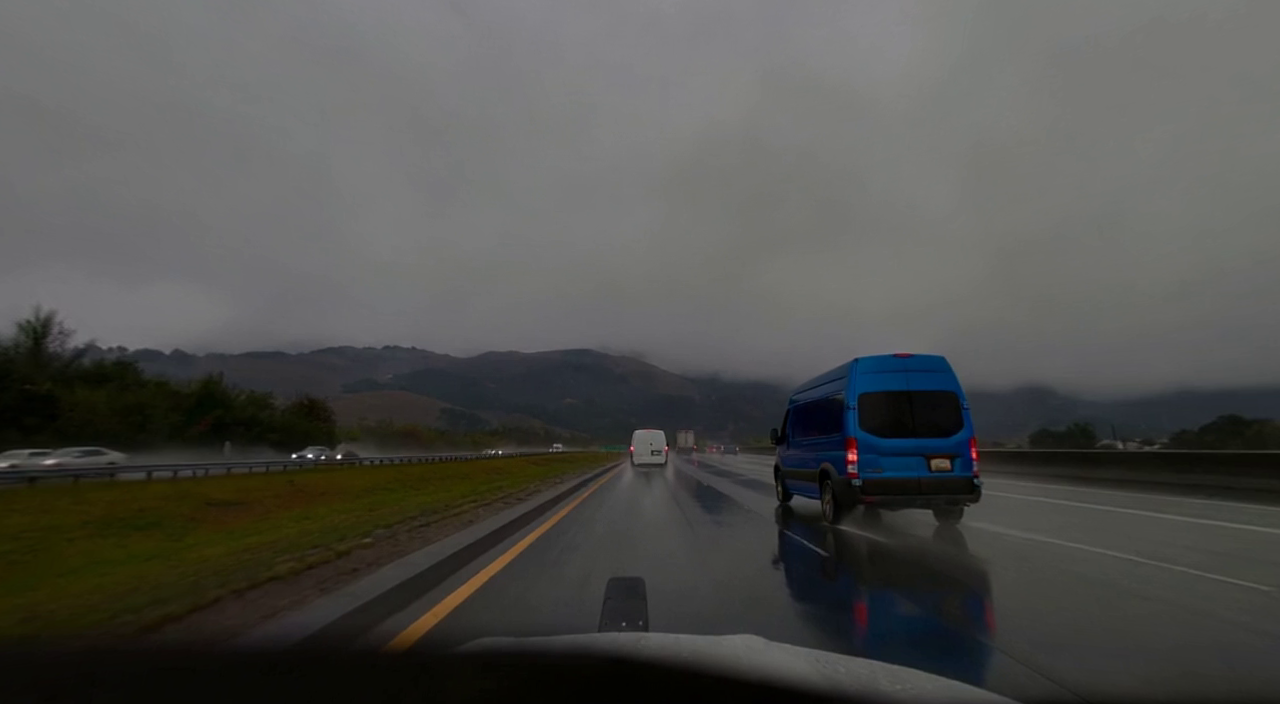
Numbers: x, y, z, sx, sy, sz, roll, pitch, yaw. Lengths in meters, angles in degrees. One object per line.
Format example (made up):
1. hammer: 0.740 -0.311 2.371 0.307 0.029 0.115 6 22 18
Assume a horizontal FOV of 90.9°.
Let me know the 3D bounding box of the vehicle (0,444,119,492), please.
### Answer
1. vehicle: -24.341 4.630 25.636 2.029 1.763 4.915 0 -8 2

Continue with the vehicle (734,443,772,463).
1. vehicle: 8.556 7.689 48.096 1.970 1.452 4.419 0 -8 -1

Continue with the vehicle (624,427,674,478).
1. vehicle: 0.382 4.586 28.883 2.131 2.122 4.473 0 -8 0

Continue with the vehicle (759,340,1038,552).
1. vehicle: 3.833 1.625 11.124 2.302 2.670 6.176 0 -8 0

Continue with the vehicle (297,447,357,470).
1. vehicle: -24.365 8.281 49.313 2.041 1.704 4.905 0 -8 1
